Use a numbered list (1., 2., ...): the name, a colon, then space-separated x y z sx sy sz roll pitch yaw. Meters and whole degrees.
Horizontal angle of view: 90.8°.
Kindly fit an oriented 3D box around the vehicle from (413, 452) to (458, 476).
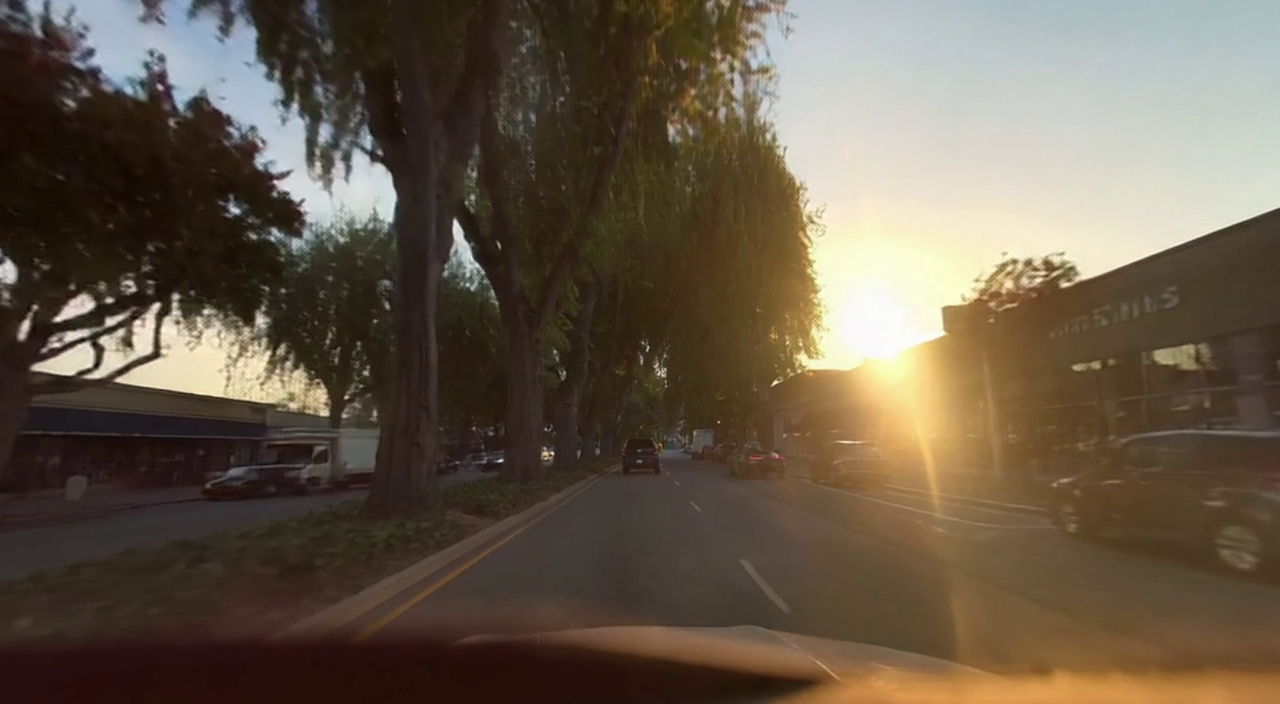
1. vehicle: -15.863 8.687 49.253 1.950 1.740 4.433 -1 -8 2

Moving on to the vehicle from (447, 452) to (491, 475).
1. vehicle: -11.810 7.728 43.831 1.808 1.459 4.129 0 -8 1

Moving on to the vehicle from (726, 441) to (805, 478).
1. vehicle: 6.255 5.401 32.099 2.114 1.697 4.739 2 -9 -13

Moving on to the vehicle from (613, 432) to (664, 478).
1. vehicle: -0.034 5.033 31.105 2.293 2.036 4.853 0 -8 1

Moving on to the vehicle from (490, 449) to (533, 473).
1. vehicle: -8.545 7.306 42.445 1.982 1.505 4.065 0 -8 1

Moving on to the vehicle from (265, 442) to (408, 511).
1. vehicle: -8.338 3.420 17.901 1.977 1.669 4.387 0 -8 -2

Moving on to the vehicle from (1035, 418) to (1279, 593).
1. vehicle: 7.147 1.743 7.547 2.030 1.631 4.783 3 -8 4

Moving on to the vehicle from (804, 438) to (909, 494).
1. vehicle: 7.277 3.852 21.782 2.004 1.714 4.356 0 -8 -1
